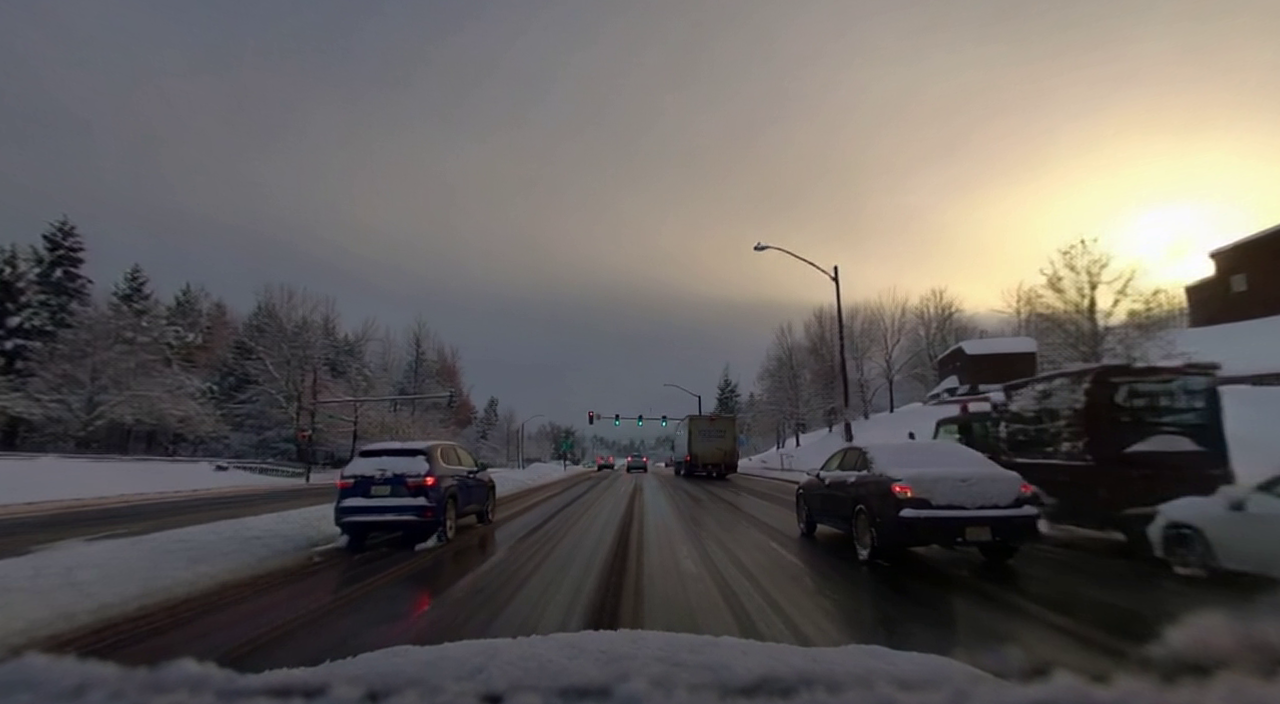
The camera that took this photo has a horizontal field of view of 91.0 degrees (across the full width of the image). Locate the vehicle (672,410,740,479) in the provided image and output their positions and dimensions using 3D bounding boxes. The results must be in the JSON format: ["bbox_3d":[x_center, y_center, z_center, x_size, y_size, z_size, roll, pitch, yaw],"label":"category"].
[{"bbox_3d":[3.843,5.781,39.601,3.003,3.680,10.684,0,-8,-1],"label":"vehicle"}]

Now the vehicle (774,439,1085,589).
[{"bbox_3d":[3.390,1.959,8.739,1.915,1.449,4.970,0,-8,-1],"label":"vehicle"}]

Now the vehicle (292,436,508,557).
[{"bbox_3d":[-3.555,2.185,10.380,1.751,1.540,4.481,0,-8,1],"label":"vehicle"}]

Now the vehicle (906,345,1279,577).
[{"bbox_3d":[6.873,1.651,10.210,2.483,2.707,5.496,0,-8,-2],"label":"vehicle"}]

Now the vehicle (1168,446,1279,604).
[{"bbox_3d":[6.864,1.549,5.437,1.902,1.430,3.041,0,-8,0],"label":"vehicle"}]
